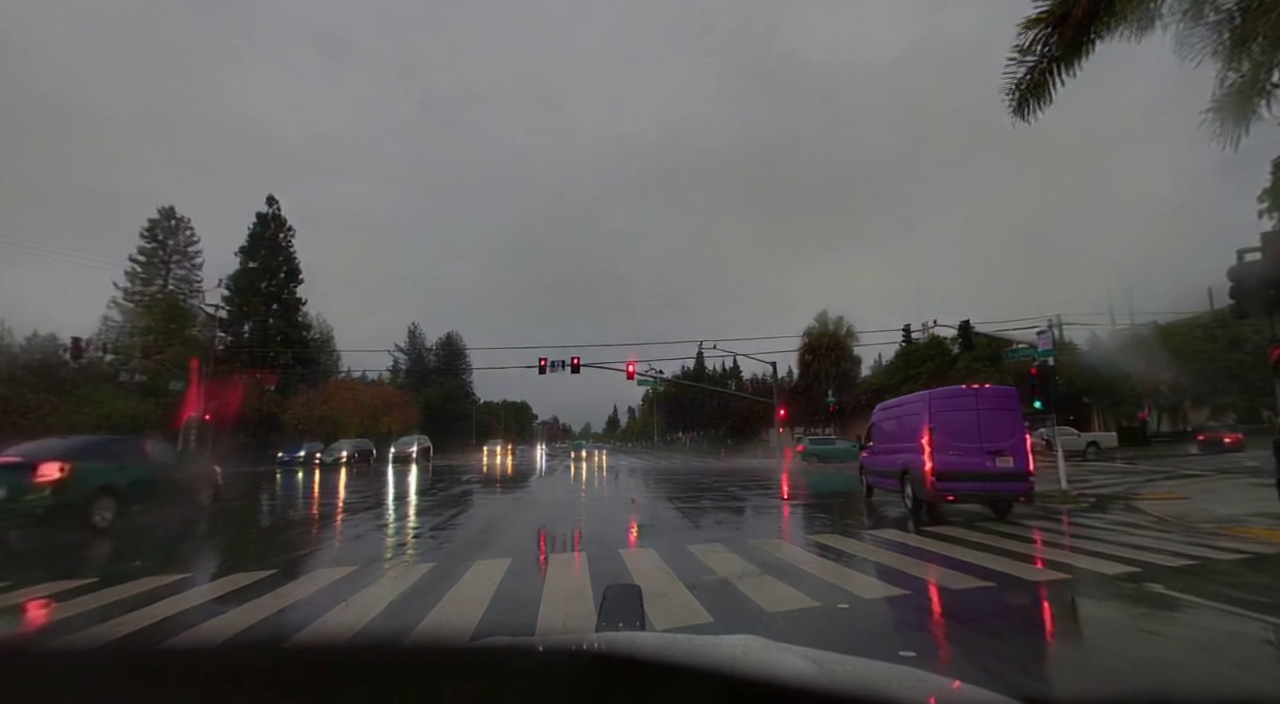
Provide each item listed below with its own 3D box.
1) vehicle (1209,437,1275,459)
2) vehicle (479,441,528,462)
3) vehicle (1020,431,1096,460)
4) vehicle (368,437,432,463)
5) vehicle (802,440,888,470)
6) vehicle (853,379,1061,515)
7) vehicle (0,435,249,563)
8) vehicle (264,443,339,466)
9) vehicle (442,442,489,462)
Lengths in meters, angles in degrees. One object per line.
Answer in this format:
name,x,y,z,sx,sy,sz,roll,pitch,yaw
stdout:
vehicle,41.770,6.657,43.810,4.413,1.485,1.860,4,-10,-28
vehicle,-10.145,7.463,47.388,2.097,1.484,4.596,-1,-9,8
vehicle,28.140,6.263,42.504,4.662,1.840,2.055,4,-9,-26
vehicle,-17.375,7.151,46.012,2.189,1.753,4.785,-1,-9,8
vehicle,10.117,5.137,31.469,3.909,1.409,1.907,-2,-9,14
vehicle,6.807,2.157,14.505,2.332,2.511,5.326,-1,-9,5
vehicle,-7.802,1.941,9.314,1.824,1.414,4.597,2,-8,-10
vehicle,-21.832,6.640,40.990,1.859,1.415,4.591,-1,-9,8
vehicle,-13.172,7.595,47.863,1.845,1.426,4.289,-1,-9,8
